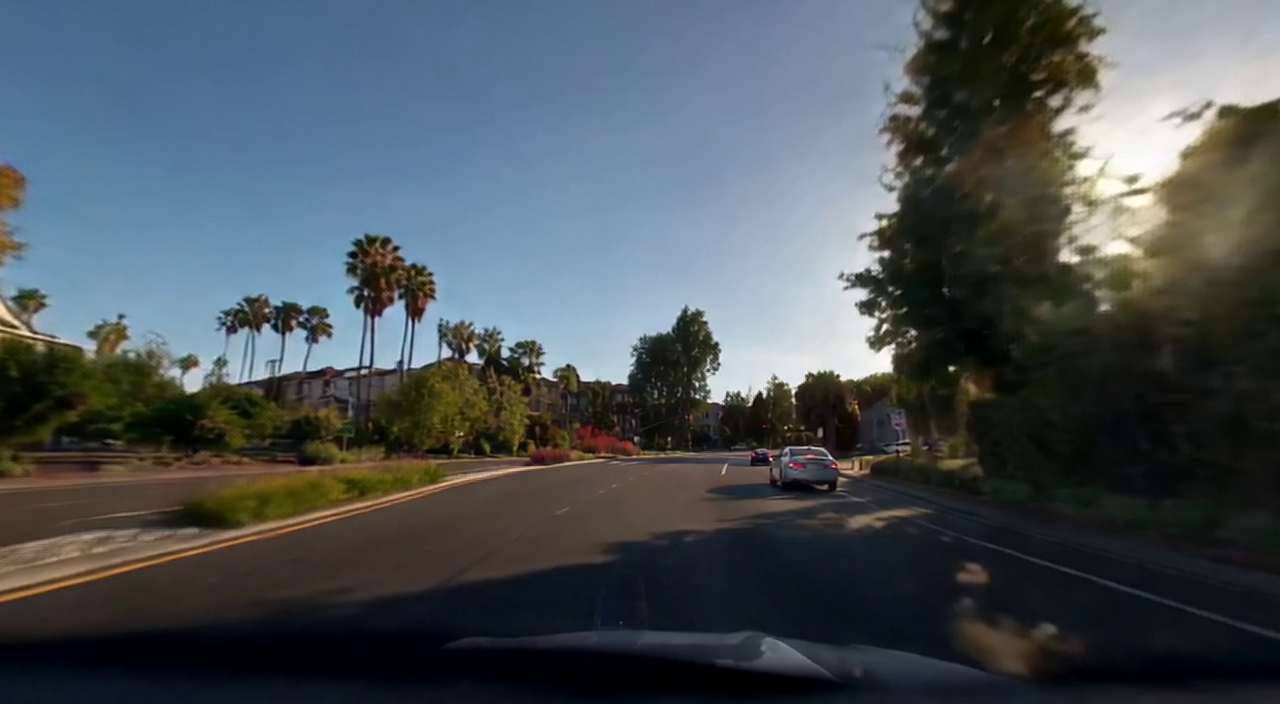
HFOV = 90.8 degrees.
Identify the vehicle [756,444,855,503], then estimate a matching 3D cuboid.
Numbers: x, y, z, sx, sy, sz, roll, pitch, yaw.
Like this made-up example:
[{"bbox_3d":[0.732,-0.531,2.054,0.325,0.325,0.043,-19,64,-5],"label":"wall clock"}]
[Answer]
[{"bbox_3d":[4.563,3.376,18.016,1.993,1.483,3.821,-1,-9,4],"label":"vehicle"}]
